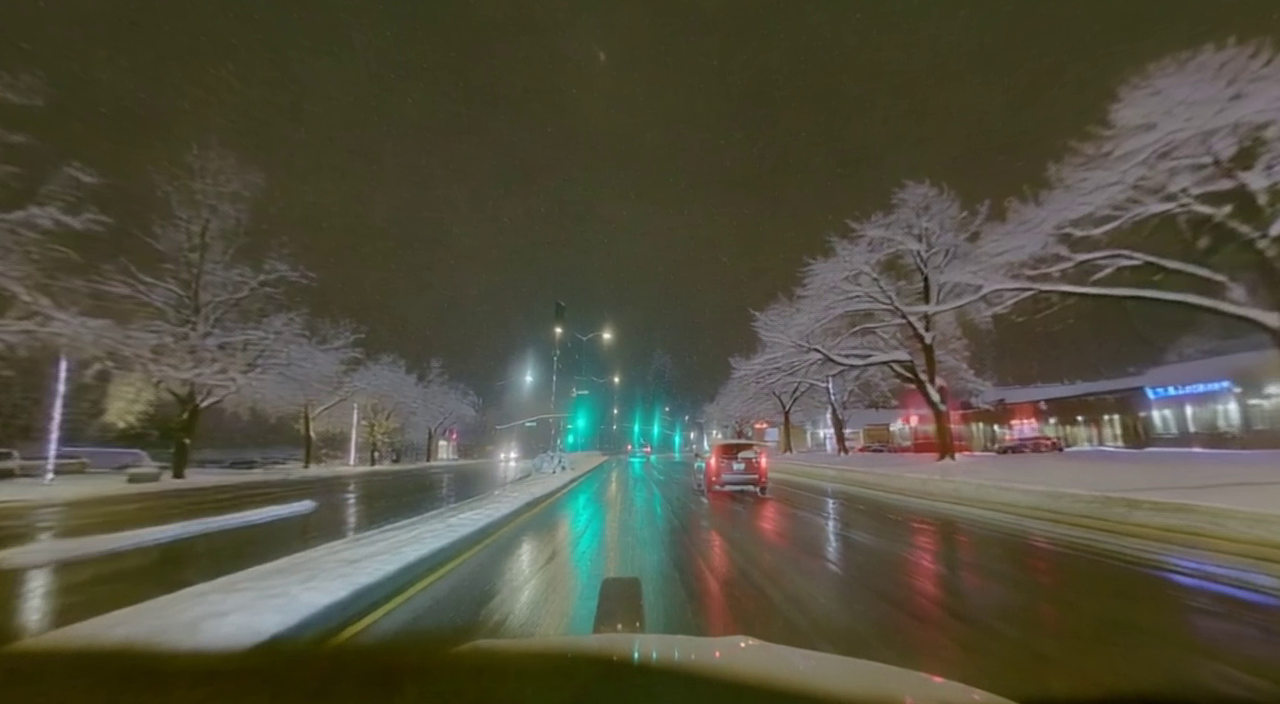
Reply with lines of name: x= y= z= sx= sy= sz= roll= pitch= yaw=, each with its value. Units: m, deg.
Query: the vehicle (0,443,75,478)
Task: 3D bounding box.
vehicle: x=-29.546 y=5.064 z=29.412 sx=4.545 sy=1.531 sz=1.947 roll=-2 pitch=-9 yaw=0

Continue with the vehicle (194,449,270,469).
vehicle: x=-29.543 y=7.755 z=45.810 sx=4.215 sy=1.415 sz=1.843 roll=0 pitch=-8 yaw=-1

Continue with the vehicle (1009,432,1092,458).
vehicle: x=32.080 y=7.262 z=49.452 sx=4.867 sy=1.962 sz=2.172 roll=0 pitch=-8 yaw=0

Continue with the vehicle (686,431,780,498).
vehicle: x=2.528 y=3.189 z=18.316 sx=1.963 sy=1.677 sz=4.229 roll=0 pitch=-8 yaw=-2
